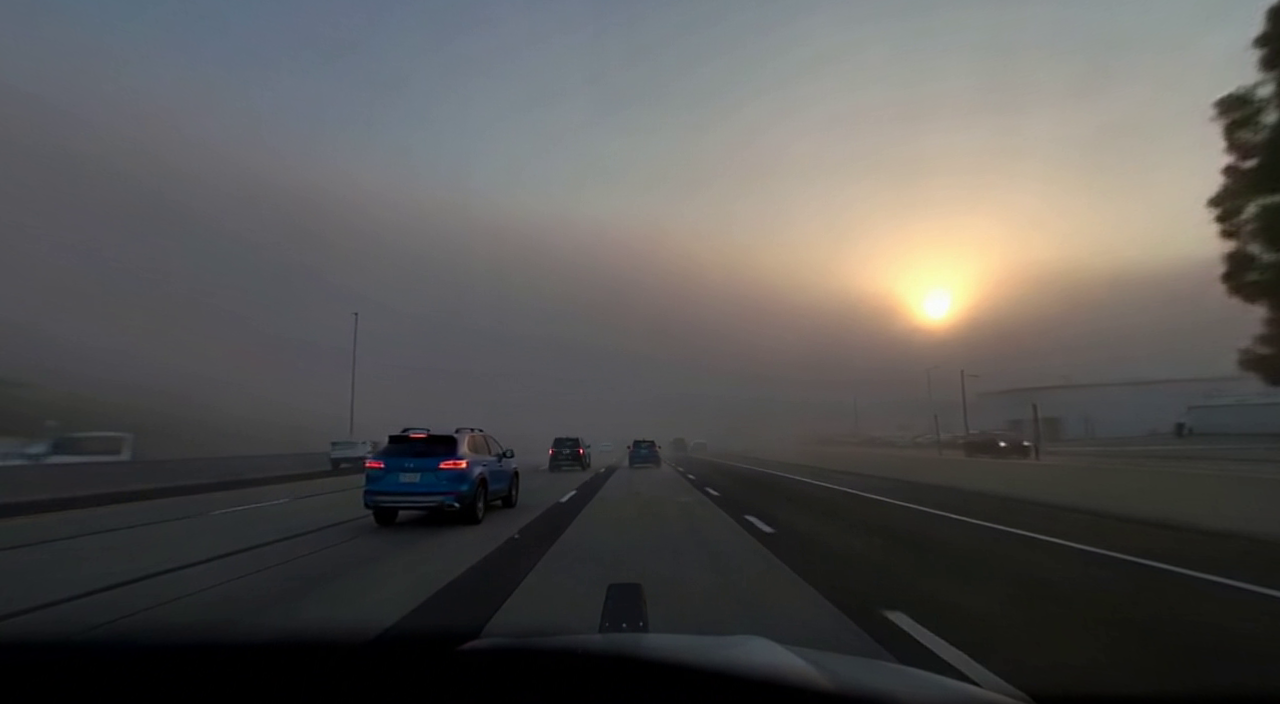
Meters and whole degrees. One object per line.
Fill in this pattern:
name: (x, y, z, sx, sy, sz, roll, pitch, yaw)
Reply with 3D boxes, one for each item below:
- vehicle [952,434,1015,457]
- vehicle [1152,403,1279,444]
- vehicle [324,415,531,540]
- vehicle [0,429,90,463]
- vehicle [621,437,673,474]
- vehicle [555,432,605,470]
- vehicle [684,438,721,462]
vehicle: (23.300, 6.350, 43.010, 1.854, 1.463, 4.371, 0, -8, 1)
vehicle: (46.198, 5.622, 49.169, 9.807, 3.112, 2.892, 0, -8, 1)
vehicle: (-3.295, 2.046, 10.918, 1.961, 1.687, 4.453, 0, -8, 1)
vehicle: (-27.149, 4.246, 28.416, 1.525, 1.404, 3.423, -2, -8, 2)
vehicle: (0.277, 4.449, 27.416, 2.090, 1.474, 3.970, 0, -8, 0)
vehicle: (-2.943, 4.978, 31.817, 2.007, 1.730, 4.412, 0, -8, 1)
vehicle: (4.150, 6.575, 42.470, 1.980, 1.492, 4.442, 0, -8, -1)
